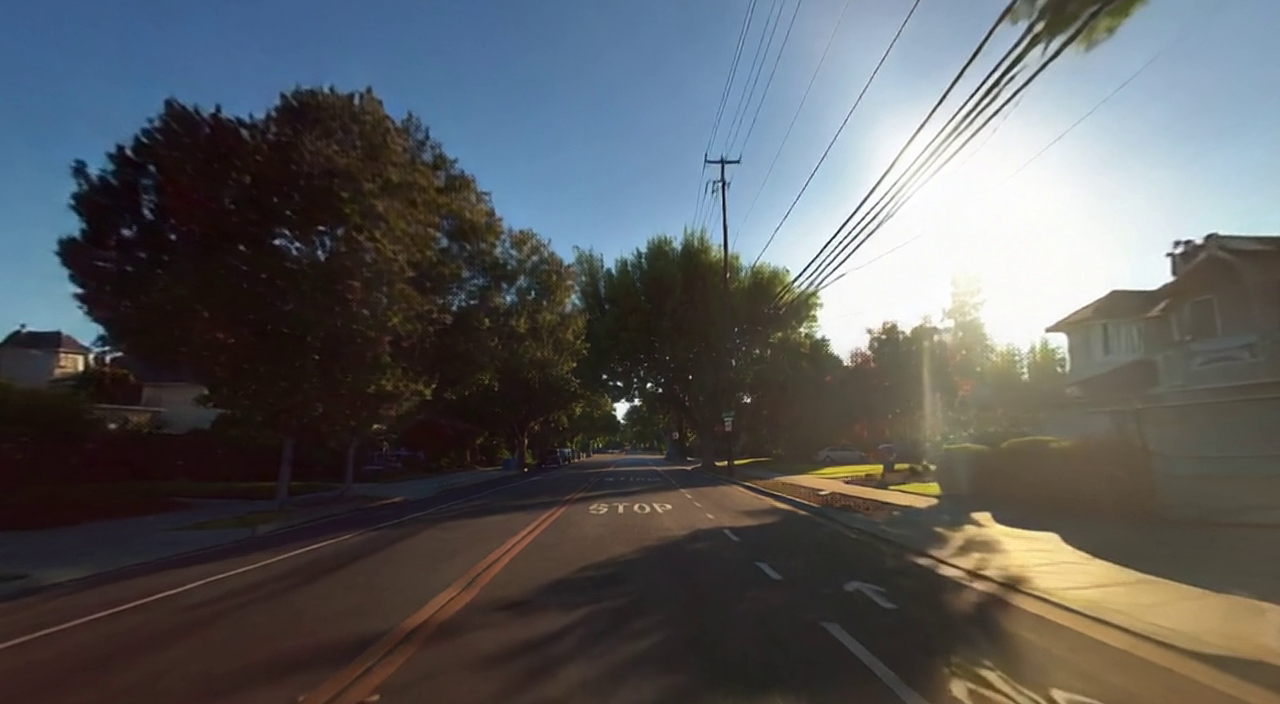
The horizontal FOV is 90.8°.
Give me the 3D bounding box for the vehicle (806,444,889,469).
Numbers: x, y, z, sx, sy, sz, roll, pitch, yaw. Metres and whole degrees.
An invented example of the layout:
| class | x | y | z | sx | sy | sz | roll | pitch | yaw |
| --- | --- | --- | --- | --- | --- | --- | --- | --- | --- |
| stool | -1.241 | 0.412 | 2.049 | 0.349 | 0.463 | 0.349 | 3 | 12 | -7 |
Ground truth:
| class | x | y | z | sx | sy | sz | roll | pitch | yaw |
| --- | --- | --- | --- | --- | --- | --- | --- | --- | --- |
| vehicle | 13.561 | 6.834 | 41.382 | 4.624 | 1.420 | 2.045 | -1 | -9 | -6 |
